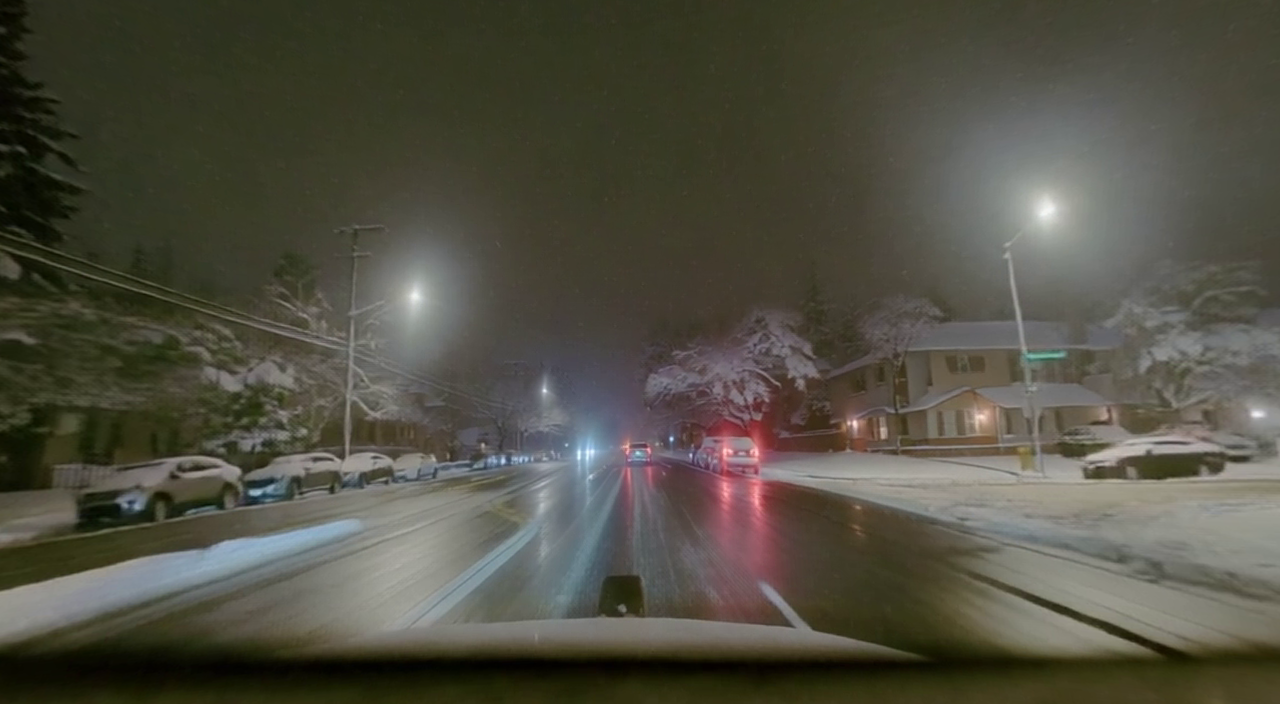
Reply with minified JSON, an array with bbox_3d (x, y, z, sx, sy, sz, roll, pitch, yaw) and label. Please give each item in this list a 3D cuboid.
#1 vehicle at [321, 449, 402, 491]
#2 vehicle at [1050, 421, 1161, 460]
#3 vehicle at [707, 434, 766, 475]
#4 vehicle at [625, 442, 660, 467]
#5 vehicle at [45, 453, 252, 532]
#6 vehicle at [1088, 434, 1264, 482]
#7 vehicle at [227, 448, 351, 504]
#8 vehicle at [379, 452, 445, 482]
[{"bbox_3d":[-12.790,5.396,29.344,1.917,1.739,4.461,0,-9,-3],"label":"vehicle"},{"bbox_3d":[23.508,4.528,32.208,1.990,1.816,4.755,0,-9,0],"label":"vehicle"},{"bbox_3d":[5.055,5.409,33.771,2.195,2.000,4.789,1,-8,-3],"label":"vehicle"},{"bbox_3d":[0.105,6.309,39.065,2.022,1.471,3.973,0,-9,-2],"label":"vehicle"},{"bbox_3d":[-12.734,3.604,16.849,1.938,1.738,4.516,0,-9,-2],"label":"vehicle"},{"bbox_3d":[18.463,3.663,21.930,4.240,1.560,1.929,0,-9,2],"label":"vehicle"},{"bbox_3d":[-12.673,4.458,23.280,1.904,1.805,5.100,0,-9,-4],"label":"vehicle"},{"bbox_3d":[-12.649,6.400,35.363,1.835,1.488,4.696,0,-9,1],"label":"vehicle"}]
